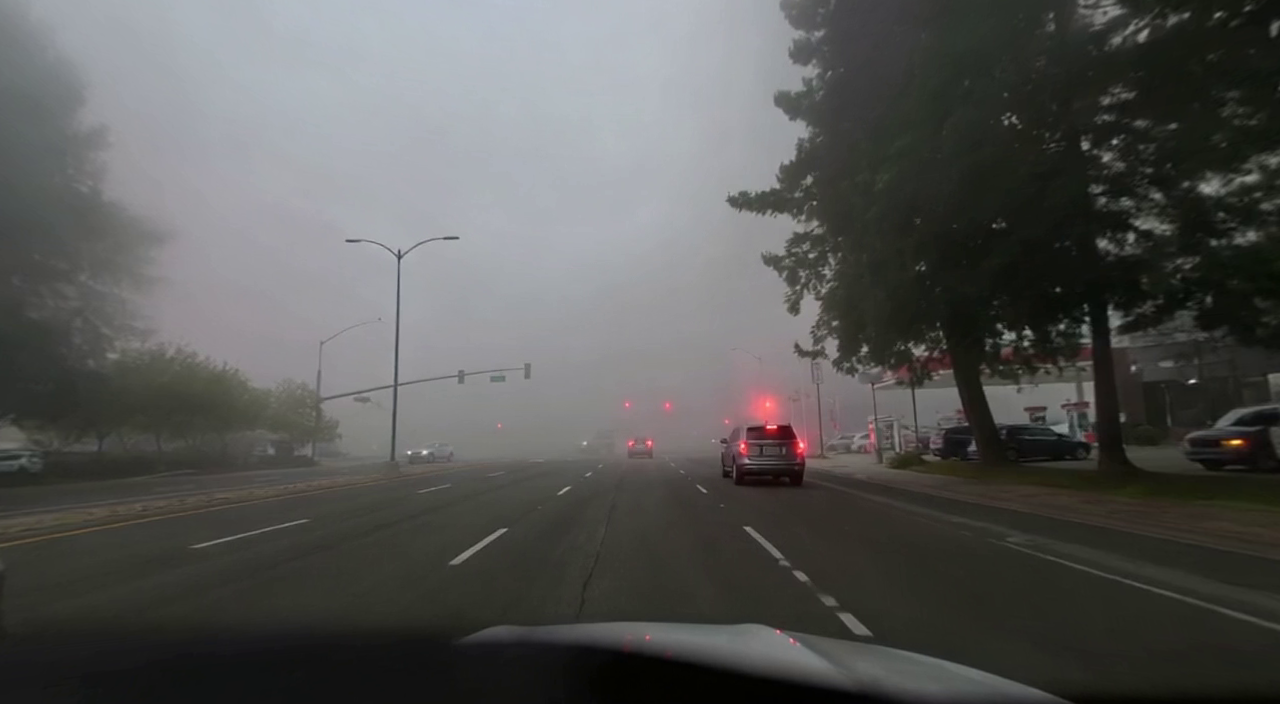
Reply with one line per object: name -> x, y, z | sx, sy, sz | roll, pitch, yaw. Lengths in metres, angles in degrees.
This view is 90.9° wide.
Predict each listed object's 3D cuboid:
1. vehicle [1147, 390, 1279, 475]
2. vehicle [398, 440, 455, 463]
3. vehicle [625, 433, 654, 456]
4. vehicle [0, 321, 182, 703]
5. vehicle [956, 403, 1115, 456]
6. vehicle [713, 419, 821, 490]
vehicle -> 15.677, 1.906, 14.806 | 5.717, 1.809, 2.161 | 0, -8, -3
vehicle -> -16.442, 7.689, 48.792 | 1.883, 1.623, 4.588 | -3, -9, 16
vehicle -> 0.003, 7.099, 48.263 | 2.067, 1.702, 3.987 | 0, -8, 1
vehicle -> -3.767, 0.585, 1.360 | 2.047, 1.810, 4.589 | 0, -8, 0
vehicle -> 15.783, 3.129, 25.376 | 4.864, 2.023, 2.132 | 0, -8, 1
vehicle -> 3.448, 2.889, 18.030 | 2.083, 1.779, 4.347 | 0, -8, -1
